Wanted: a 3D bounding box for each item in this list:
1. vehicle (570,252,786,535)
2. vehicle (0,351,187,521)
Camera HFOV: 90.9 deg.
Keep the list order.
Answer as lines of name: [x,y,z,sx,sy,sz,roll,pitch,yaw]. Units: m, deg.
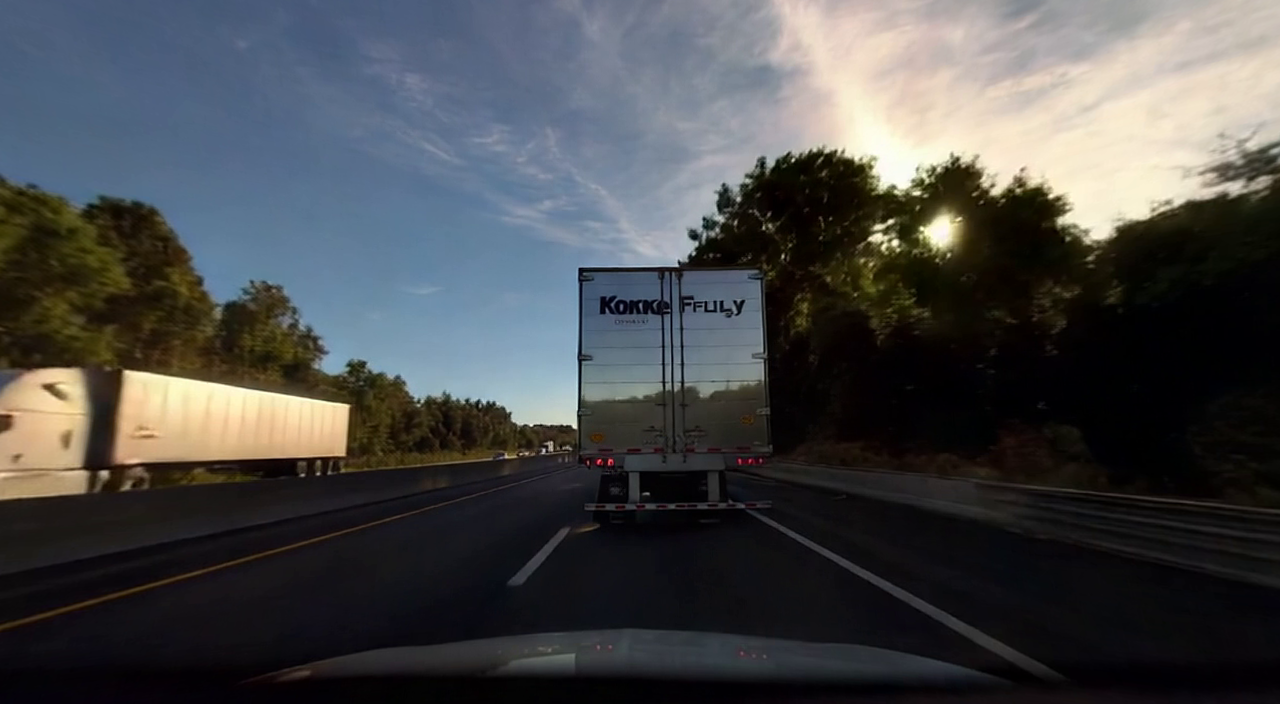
vehicle: [0.486,1.693,16.868,3.230,4.377,14.405,0,-9,-1]
vehicle: [-16.526,2.405,17.680,2.997,3.998,5.894,0,-9,0]
